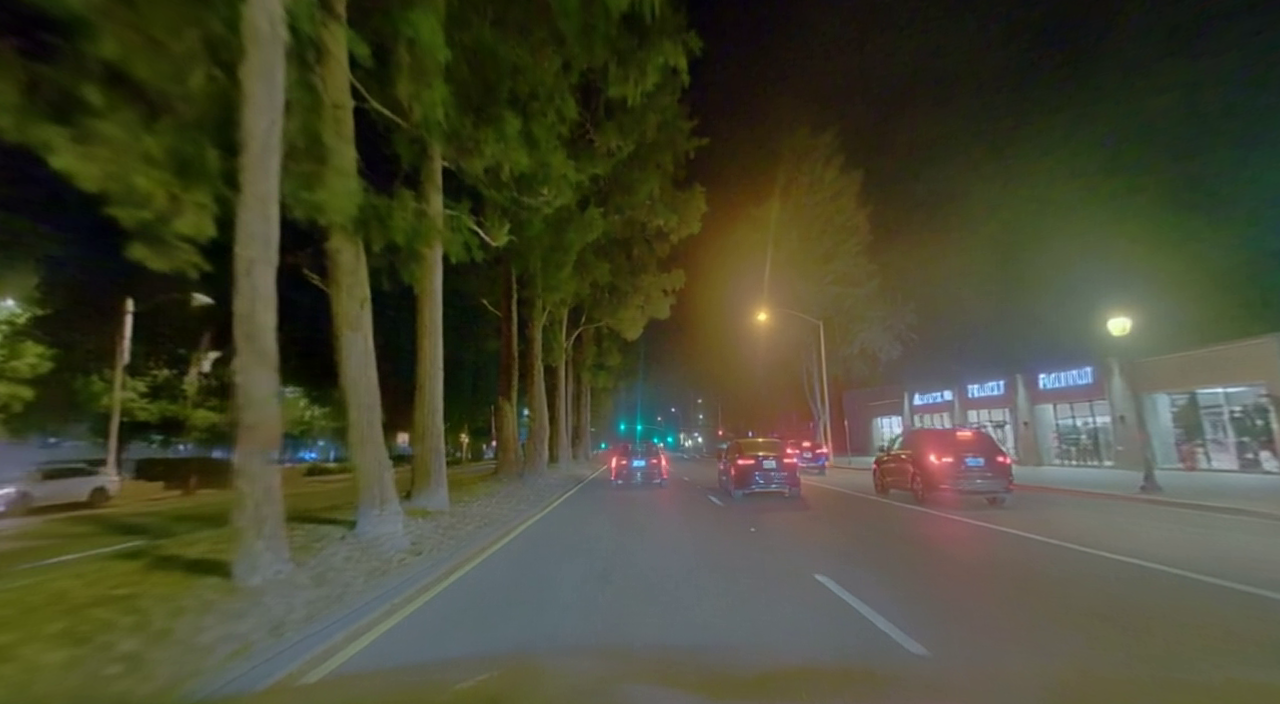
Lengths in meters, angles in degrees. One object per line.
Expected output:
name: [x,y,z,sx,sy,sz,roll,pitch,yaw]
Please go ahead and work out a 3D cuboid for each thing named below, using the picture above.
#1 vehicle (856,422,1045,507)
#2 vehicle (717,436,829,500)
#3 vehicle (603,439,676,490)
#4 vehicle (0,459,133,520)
vehicle: [7.154,2.649,15.306,2.052,1.708,4.842,0,-9,0]
vehicle: [3.379,3.038,16.937,1.993,1.477,4.240,0,-9,-1]
vehicle: [-0.049,3.552,20.312,2.101,1.444,4.248,0,-9,-1]
vehicle: [-17.577,3.874,18.117,2.069,1.460,4.716,0,-9,1]
